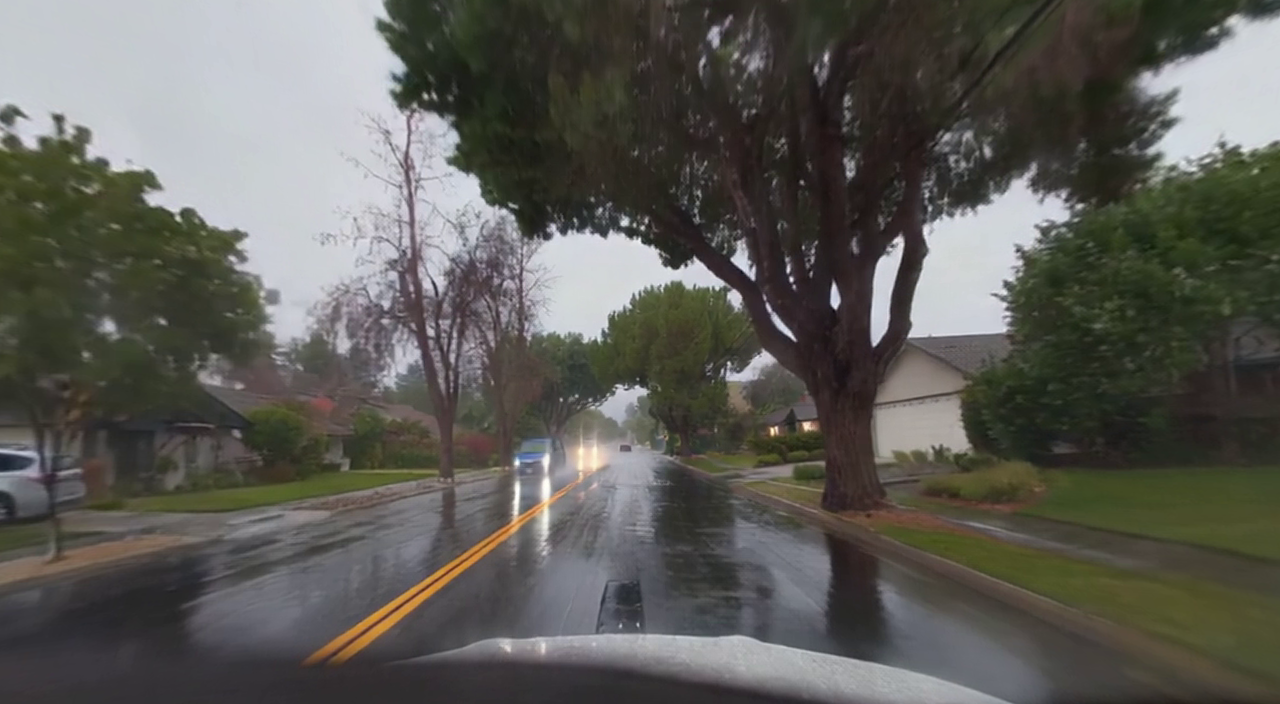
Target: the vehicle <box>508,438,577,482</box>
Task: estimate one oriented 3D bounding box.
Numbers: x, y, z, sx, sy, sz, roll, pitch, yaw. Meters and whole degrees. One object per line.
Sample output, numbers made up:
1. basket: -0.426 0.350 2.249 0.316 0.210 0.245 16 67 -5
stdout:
1. vehicle: -4.392 4.953 29.463 2.303 1.813 5.660 -1 -8 0
